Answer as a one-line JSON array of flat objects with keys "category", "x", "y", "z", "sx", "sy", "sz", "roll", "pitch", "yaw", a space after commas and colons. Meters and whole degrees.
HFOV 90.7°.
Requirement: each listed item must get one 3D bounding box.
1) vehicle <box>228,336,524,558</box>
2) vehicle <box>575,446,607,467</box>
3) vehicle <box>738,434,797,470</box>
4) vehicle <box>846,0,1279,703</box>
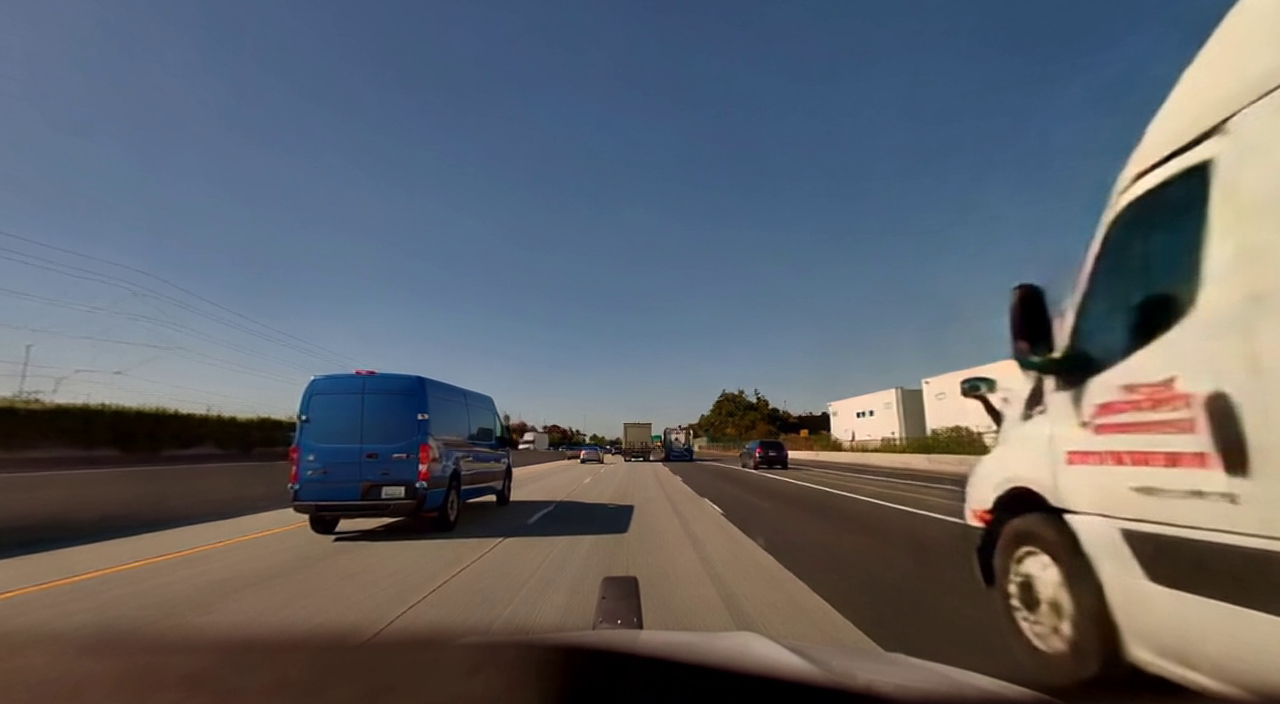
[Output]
[{"category": "vehicle", "x": -4.017, "y": 1.705, "z": 11.603, "sx": 2.557, "sy": 2.855, "sz": 6.674, "roll": 0, "pitch": -9, "yaw": 0}, {"category": "vehicle", "x": -3.626, "y": 7.781, "z": 47.477, "sx": 2.024, "sy": 1.472, "sz": 4.014, "roll": 0, "pitch": -9, "yaw": 0}, {"category": "vehicle", "x": 7.228, "y": 5.743, "z": 36.487, "sx": 2.216, "sy": 1.918, "sz": 5.742, "roll": 0, "pitch": -9, "yaw": 0}, {"category": "vehicle", "x": 3.620, "y": -0.156, "z": 2.660, "sx": 3.011, "sy": 3.900, "sz": 6.798, "roll": 0, "pitch": -9, "yaw": -1}]
